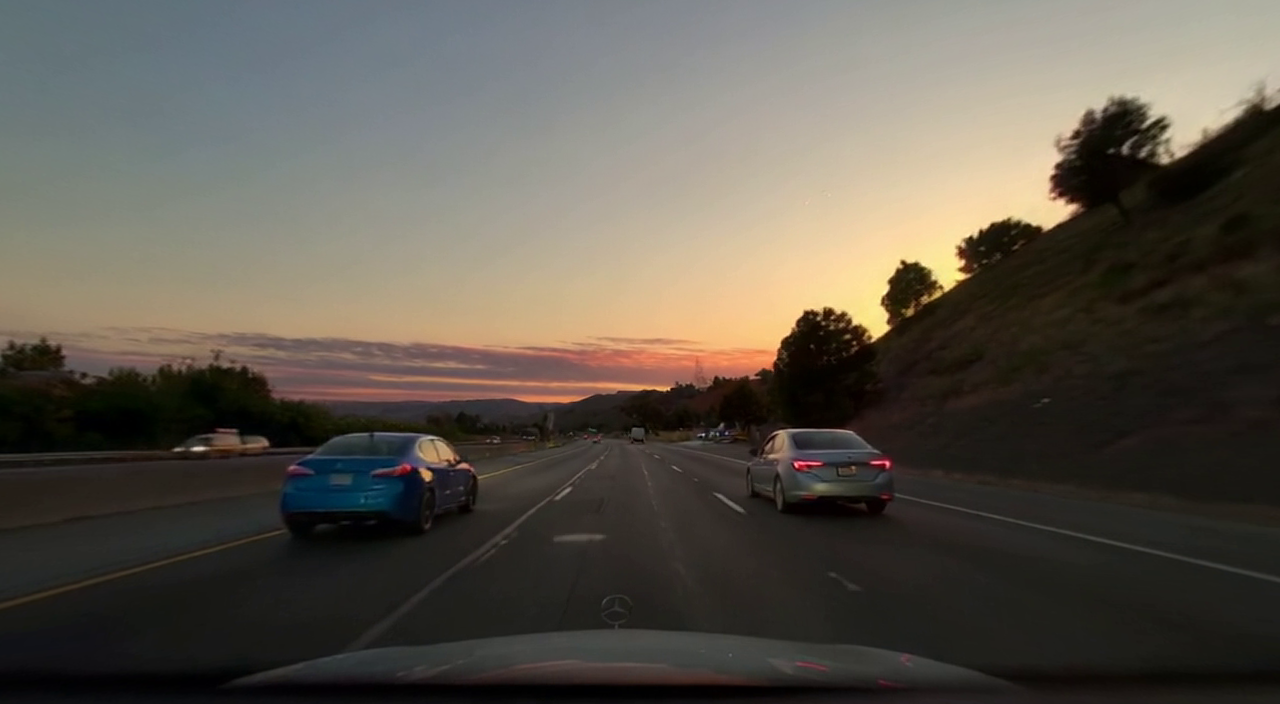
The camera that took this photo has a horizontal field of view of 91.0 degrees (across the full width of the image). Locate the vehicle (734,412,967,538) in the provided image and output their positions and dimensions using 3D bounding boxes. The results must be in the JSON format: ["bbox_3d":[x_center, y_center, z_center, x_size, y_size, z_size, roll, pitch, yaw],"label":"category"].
[{"bbox_3d":[3.152,1.947,10.601,2.349,1.651,4.161,0,-8,-2],"label":"vehicle"}]

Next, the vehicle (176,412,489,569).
[{"bbox_3d":[-3.751,1.759,8.825,2.206,1.604,4.374,0,-8,-1],"label":"vehicle"}]
